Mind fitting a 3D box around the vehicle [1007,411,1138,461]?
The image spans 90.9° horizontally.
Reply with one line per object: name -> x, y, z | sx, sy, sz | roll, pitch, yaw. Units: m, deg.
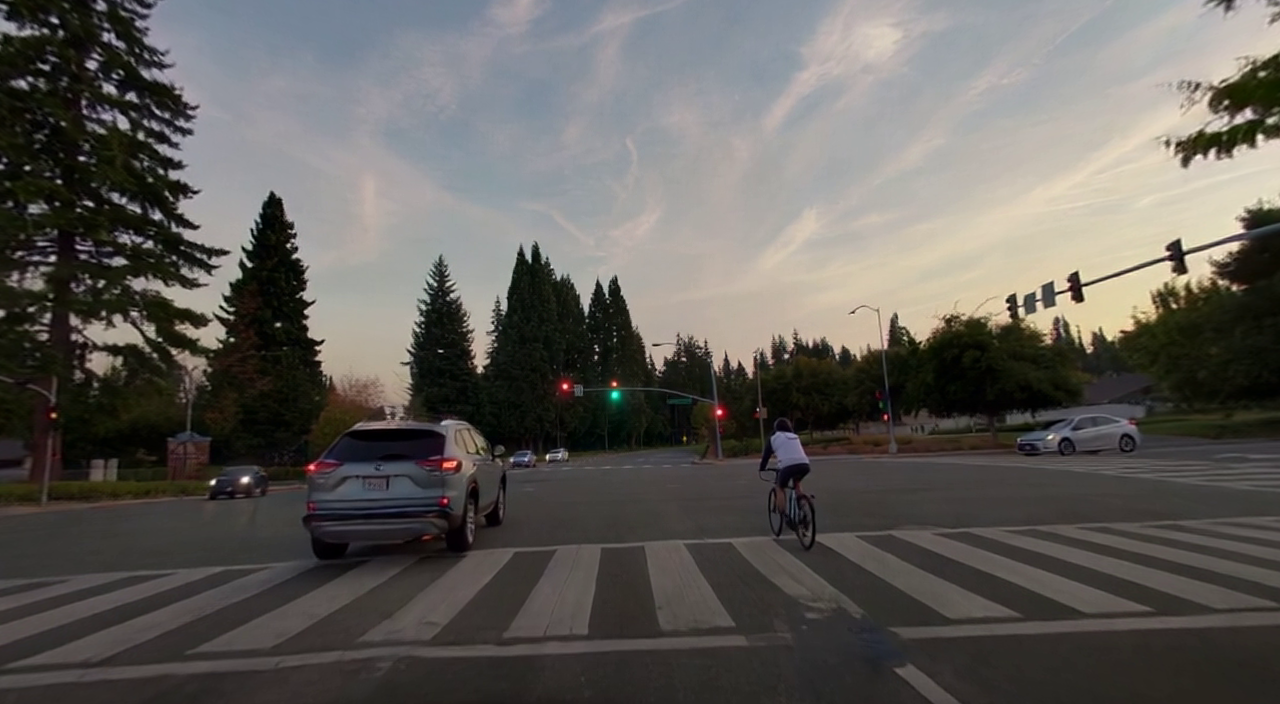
vehicle -> 18.571, 3.643, 27.179 | 4.237, 1.948, 1.997 | -1, -9, -9

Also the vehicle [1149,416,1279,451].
vehicle -> 25.739, 3.666, 28.174 | 4.716, 1.507, 1.904 | 2, -9, -11

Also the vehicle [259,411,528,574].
vehicle -> -3.103, 1.872, 9.240 | 2.049, 1.756, 4.602 | 0, -8, 0

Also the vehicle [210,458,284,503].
vehicle -> -15.357, 4.952, 24.787 | 2.171, 1.474, 4.513 | 5, -10, -30
